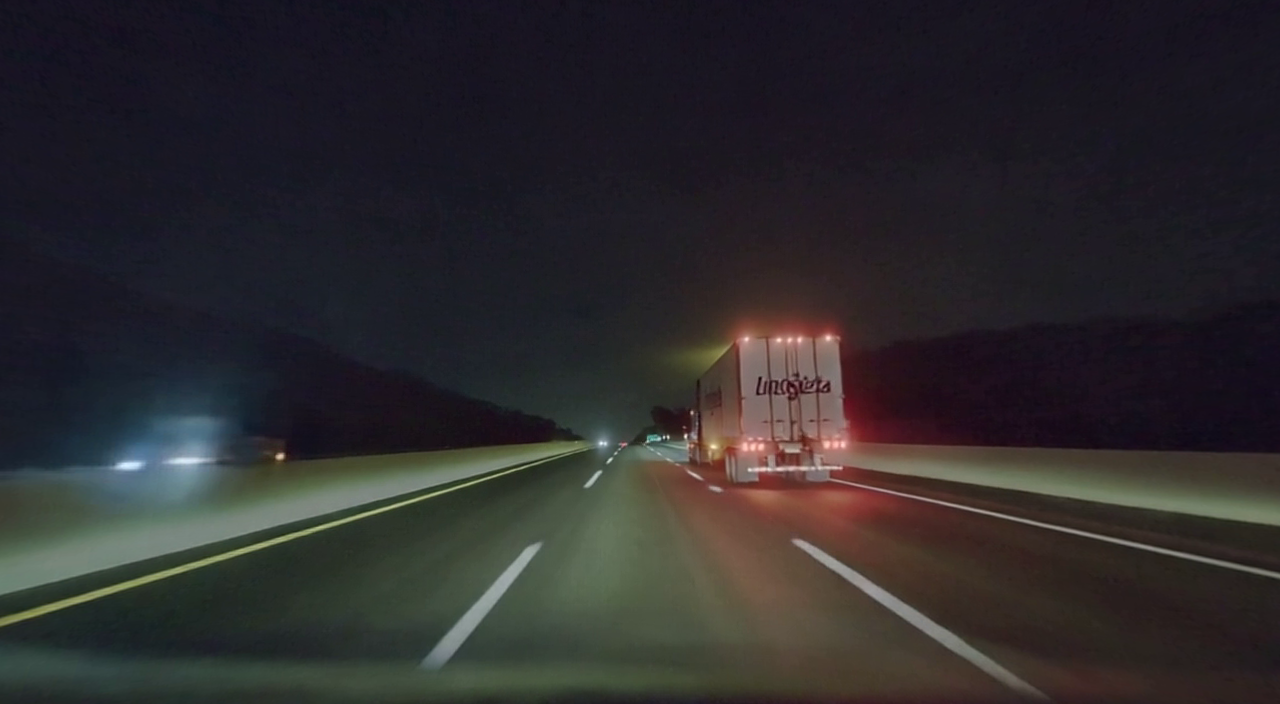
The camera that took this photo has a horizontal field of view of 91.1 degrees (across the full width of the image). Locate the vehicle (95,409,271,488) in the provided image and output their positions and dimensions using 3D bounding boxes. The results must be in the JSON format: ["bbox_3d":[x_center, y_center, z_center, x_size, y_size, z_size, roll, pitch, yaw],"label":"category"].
[{"bbox_3d":[-17.005,3.619,23.963,2.269,2.622,5.867,0,-8,-1],"label":"vehicle"}]

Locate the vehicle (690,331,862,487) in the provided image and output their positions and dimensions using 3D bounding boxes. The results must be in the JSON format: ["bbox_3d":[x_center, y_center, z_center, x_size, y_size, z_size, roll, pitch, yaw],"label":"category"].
[{"bbox_3d":[4.040,2.400,23.200,2.920,4.029,13.900,0,-8,-1],"label":"vehicle"}]
